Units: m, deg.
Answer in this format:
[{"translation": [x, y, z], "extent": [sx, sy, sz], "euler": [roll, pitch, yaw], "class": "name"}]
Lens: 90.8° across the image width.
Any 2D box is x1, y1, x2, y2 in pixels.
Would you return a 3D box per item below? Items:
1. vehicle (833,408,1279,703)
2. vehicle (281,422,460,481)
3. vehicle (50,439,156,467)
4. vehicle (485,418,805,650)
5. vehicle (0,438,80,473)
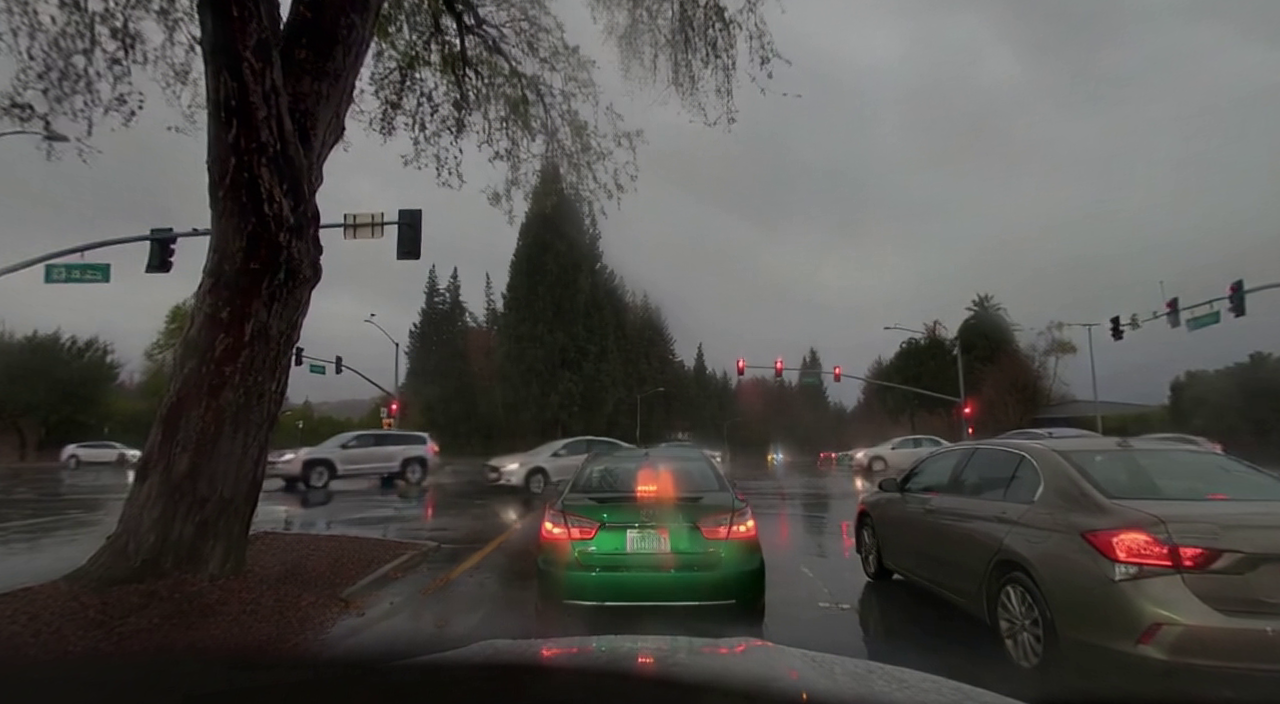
[{"translation": [3.093, 1.303, 4.855], "extent": [1.861, 1.479, 4.371], "euler": [0, -9, 0], "class": "vehicle"}, {"translation": [-8.785, 3.278, 20.996], "extent": [1.998, 1.709, 4.984], "euler": [-8, -11, 42], "class": "vehicle"}, {"translation": [-31.840, 5.986, 37.515], "extent": [4.754, 1.583, 1.954], "euler": [-1, -9, 7], "class": "vehicle"}, {"translation": [0.025, 1.473, 6.162], "extent": [2.026, 1.458, 4.175], "euler": [0, -9, 0], "class": "vehicle"}, {"translation": [-30.362, 5.018, 30.778], "extent": [4.517, 1.637, 1.935], "euler": [-1, -9, 8], "class": "vehicle"}]
